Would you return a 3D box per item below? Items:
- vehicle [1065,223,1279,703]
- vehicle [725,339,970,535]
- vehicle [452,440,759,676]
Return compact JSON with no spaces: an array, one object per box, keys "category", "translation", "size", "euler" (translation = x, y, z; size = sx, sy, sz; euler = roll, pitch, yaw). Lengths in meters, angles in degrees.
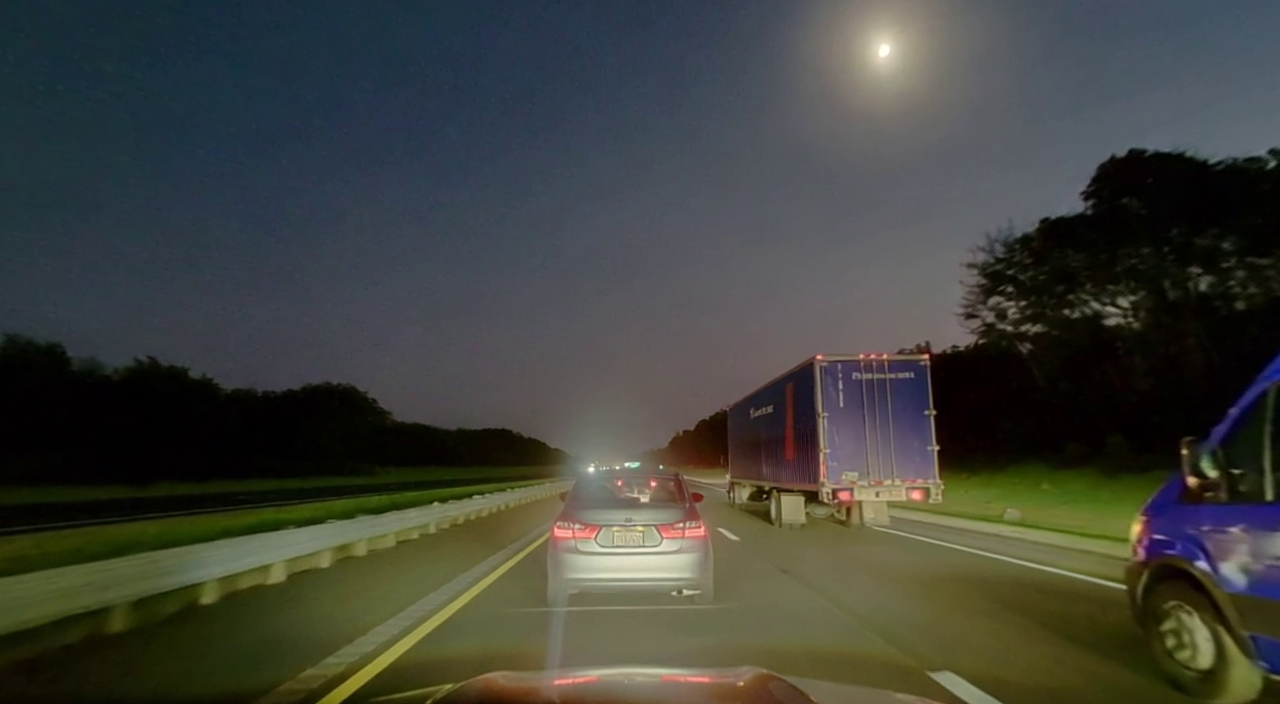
[{"category":"vehicle","translation":[4.177,0.446,1.671],"size":[2.328,2.537,5.290],"euler":[1,-11,1]},{"category":"vehicle","translation":[4.966,2.733,18.449],"size":[2.936,3.972,11.144],"euler":[1,-11,-2]},{"category":"vehicle","translation":[-0.248,1.666,5.877],"size":[1.980,1.493,3.410],"euler":[1,-11,-1]}]
